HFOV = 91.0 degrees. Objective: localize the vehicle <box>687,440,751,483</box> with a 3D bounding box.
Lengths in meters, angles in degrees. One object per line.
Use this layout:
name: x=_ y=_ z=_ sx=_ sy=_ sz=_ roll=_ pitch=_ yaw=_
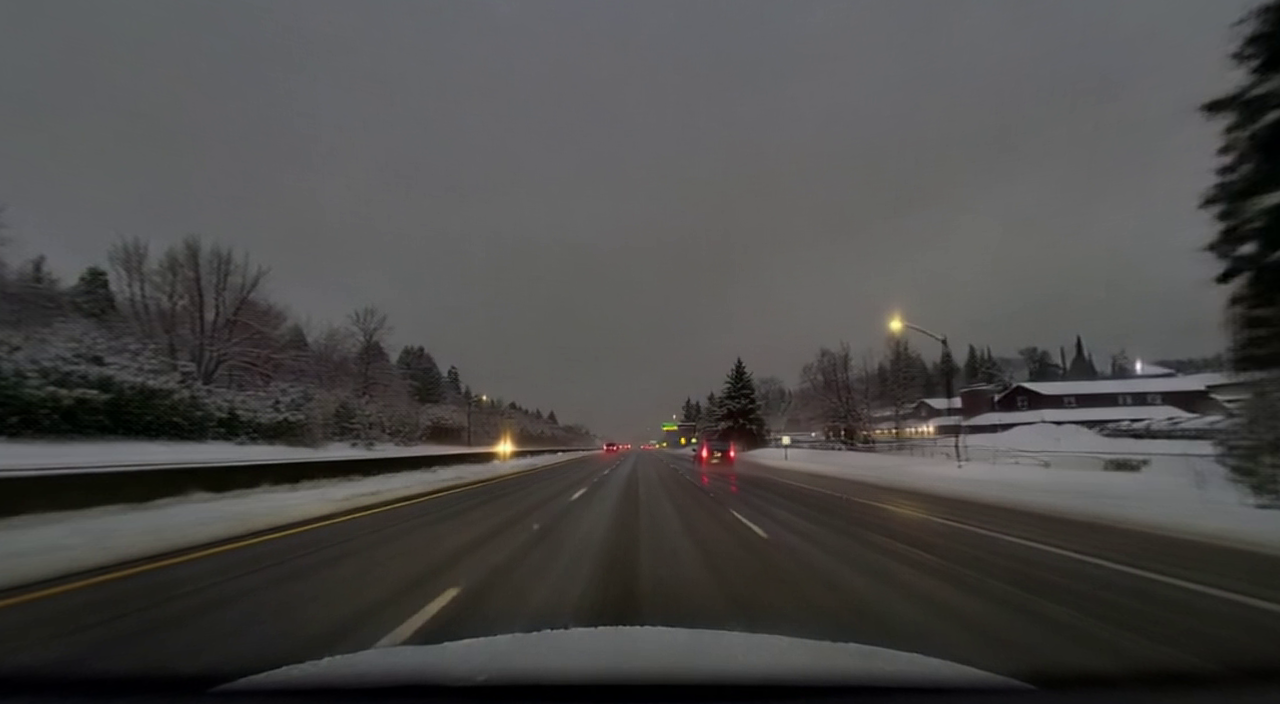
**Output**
vehicle: x=3.217 y=4.583 z=26.615 sx=2.085 sy=1.594 sz=4.848 roll=0 pitch=-9 yaw=0
